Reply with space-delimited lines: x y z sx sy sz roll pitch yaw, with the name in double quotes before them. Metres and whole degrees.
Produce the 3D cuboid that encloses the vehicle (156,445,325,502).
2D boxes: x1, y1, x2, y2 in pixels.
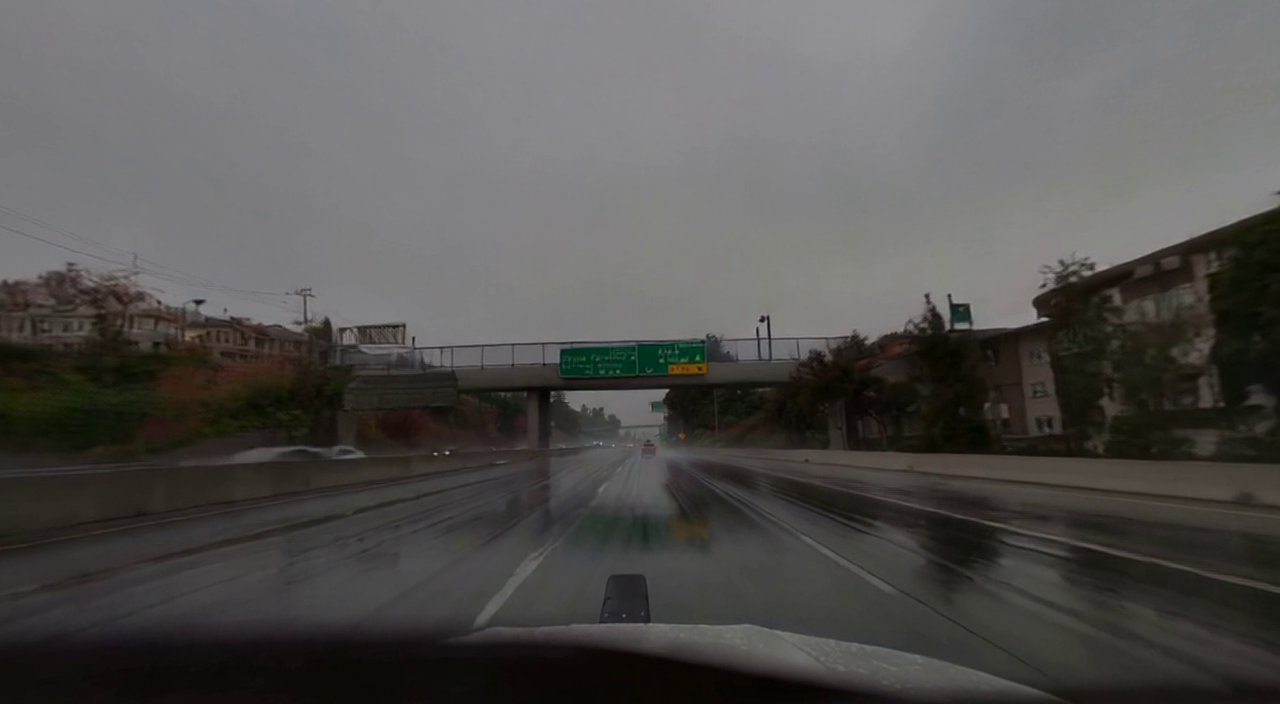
"vehicle" -11.496 3.486 18.653 1.894 1.463 4.609 0 -8 2
